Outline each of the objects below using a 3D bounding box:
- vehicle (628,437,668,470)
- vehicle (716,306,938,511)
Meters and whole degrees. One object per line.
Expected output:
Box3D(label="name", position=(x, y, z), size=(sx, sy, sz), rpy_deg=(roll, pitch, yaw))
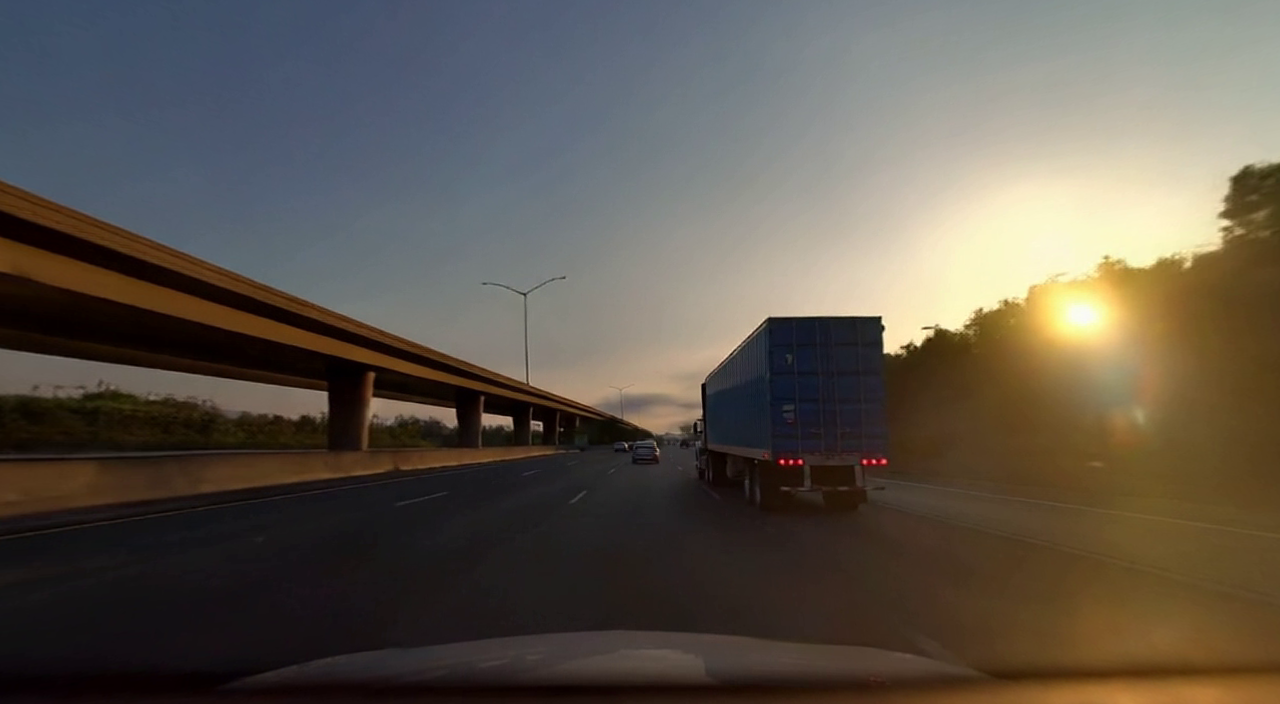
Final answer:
Box3D(label="vehicle", position=(0.447, 5.691, 35.481), size=(2.077, 1.716, 4.514), rpy_deg=(0, -9, 1))
Box3D(label="vehicle", position=(4.280, 1.818, 17.573), size=(2.964, 4.063, 10.072), rpy_deg=(0, -9, 0))
